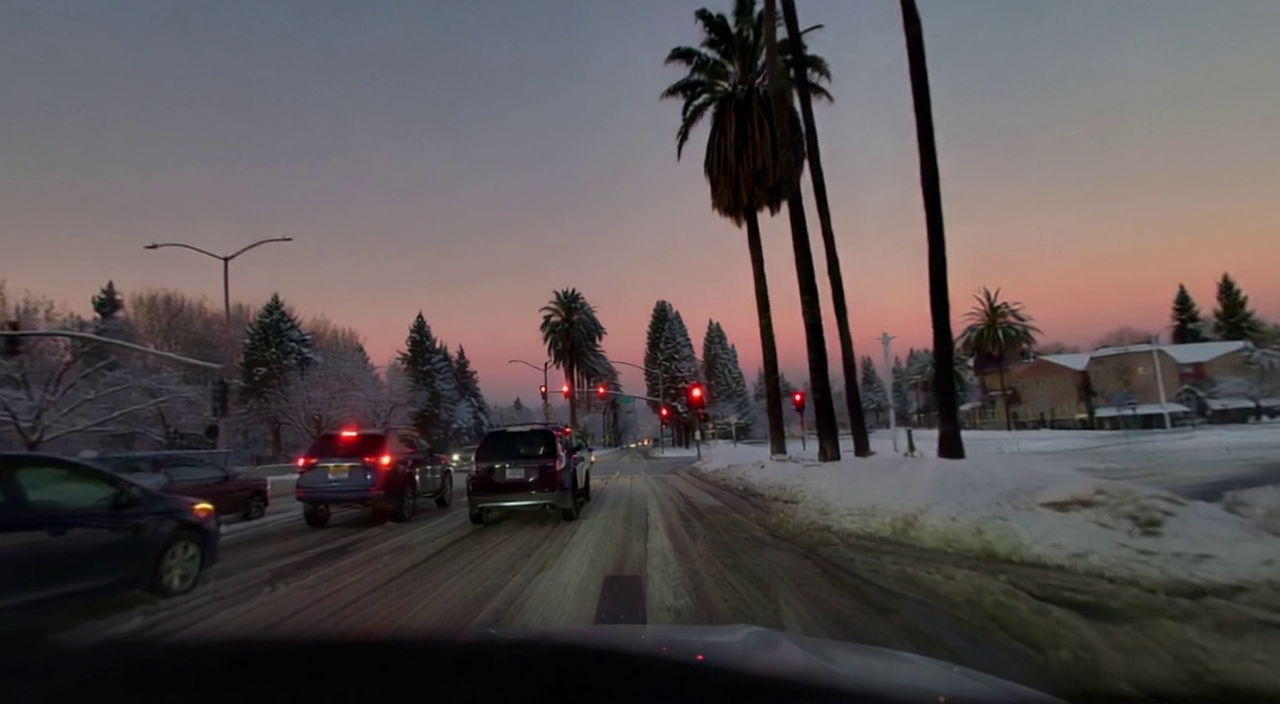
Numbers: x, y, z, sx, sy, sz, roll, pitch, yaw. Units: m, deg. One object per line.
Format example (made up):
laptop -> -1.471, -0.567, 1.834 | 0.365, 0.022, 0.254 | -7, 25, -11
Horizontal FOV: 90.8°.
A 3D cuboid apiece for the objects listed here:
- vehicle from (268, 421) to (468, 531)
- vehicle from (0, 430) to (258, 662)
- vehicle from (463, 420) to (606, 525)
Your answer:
vehicle -> -5.338, 2.505, 13.307 | 2.025, 1.862, 4.804 | 0, -9, 1
vehicle -> -5.330, 1.407, 4.799 | 1.885, 1.567, 4.775 | 0, -9, 0
vehicle -> -1.908, 2.371, 12.910 | 2.153, 1.759, 4.320 | 0, -9, 0
